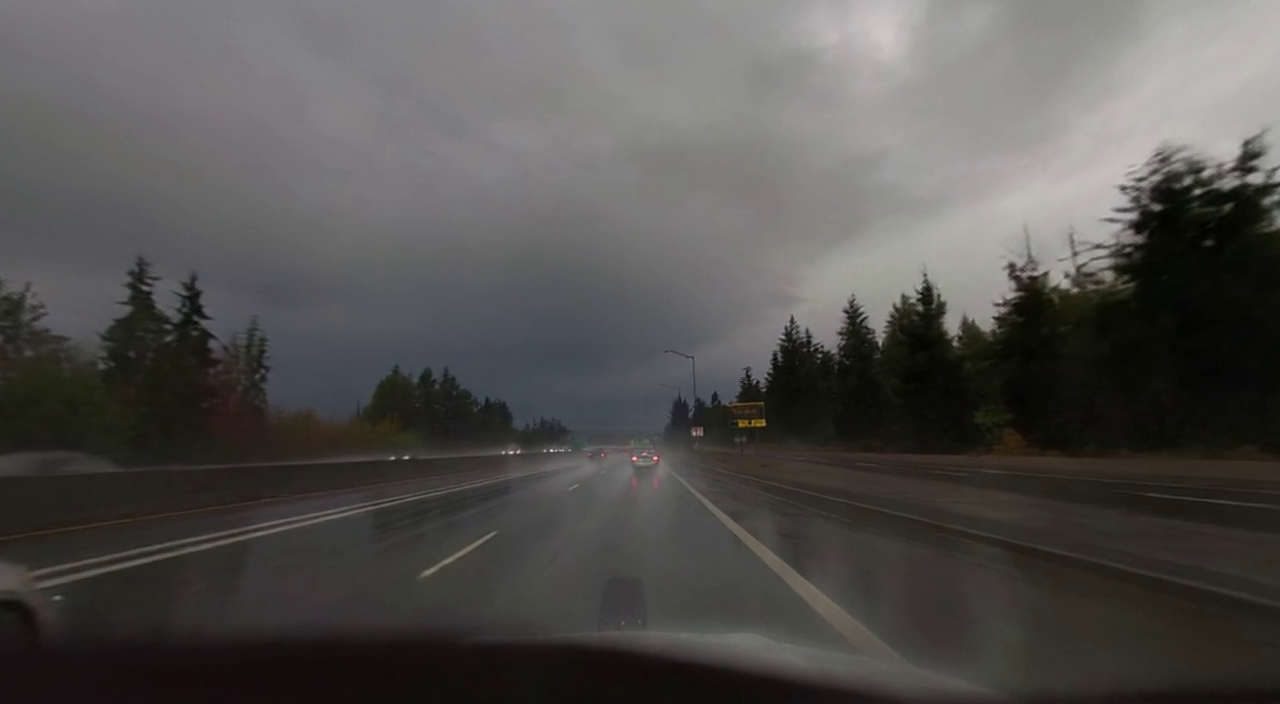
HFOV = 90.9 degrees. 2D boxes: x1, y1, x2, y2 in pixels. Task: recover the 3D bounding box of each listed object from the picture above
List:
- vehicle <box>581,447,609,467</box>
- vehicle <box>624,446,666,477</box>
[{"bbox_3d":[-3.523,8.233,49.619,1.877,1.504,3.799,0,-9,1],"label":"vehicle"},{"bbox_3d":[0.237,5.517,32.043,2.002,1.449,3.612,0,-9,0],"label":"vehicle"}]
